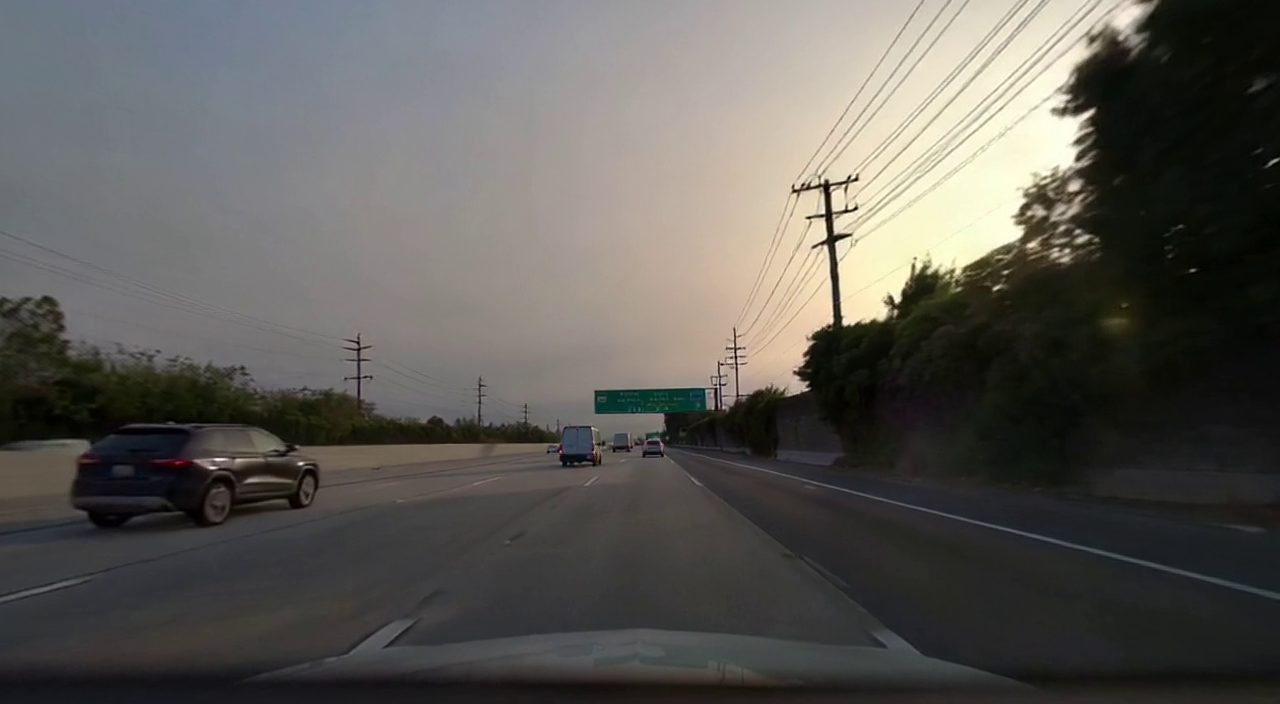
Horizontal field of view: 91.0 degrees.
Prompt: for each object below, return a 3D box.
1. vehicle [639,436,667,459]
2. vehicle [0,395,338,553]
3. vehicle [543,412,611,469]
[{"bbox_3d":[1.043,7.463,49.214,2.038,1.677,4.219,0,-9,2],"label":"vehicle"},{"bbox_3d":[-7.397,1.865,10.321,2.192,1.893,5.330,0,-9,0],"label":"vehicle"},{"bbox_3d":[-3.444,5.253,37.176,2.915,2.885,9.394,0,-9,1],"label":"vehicle"}]
